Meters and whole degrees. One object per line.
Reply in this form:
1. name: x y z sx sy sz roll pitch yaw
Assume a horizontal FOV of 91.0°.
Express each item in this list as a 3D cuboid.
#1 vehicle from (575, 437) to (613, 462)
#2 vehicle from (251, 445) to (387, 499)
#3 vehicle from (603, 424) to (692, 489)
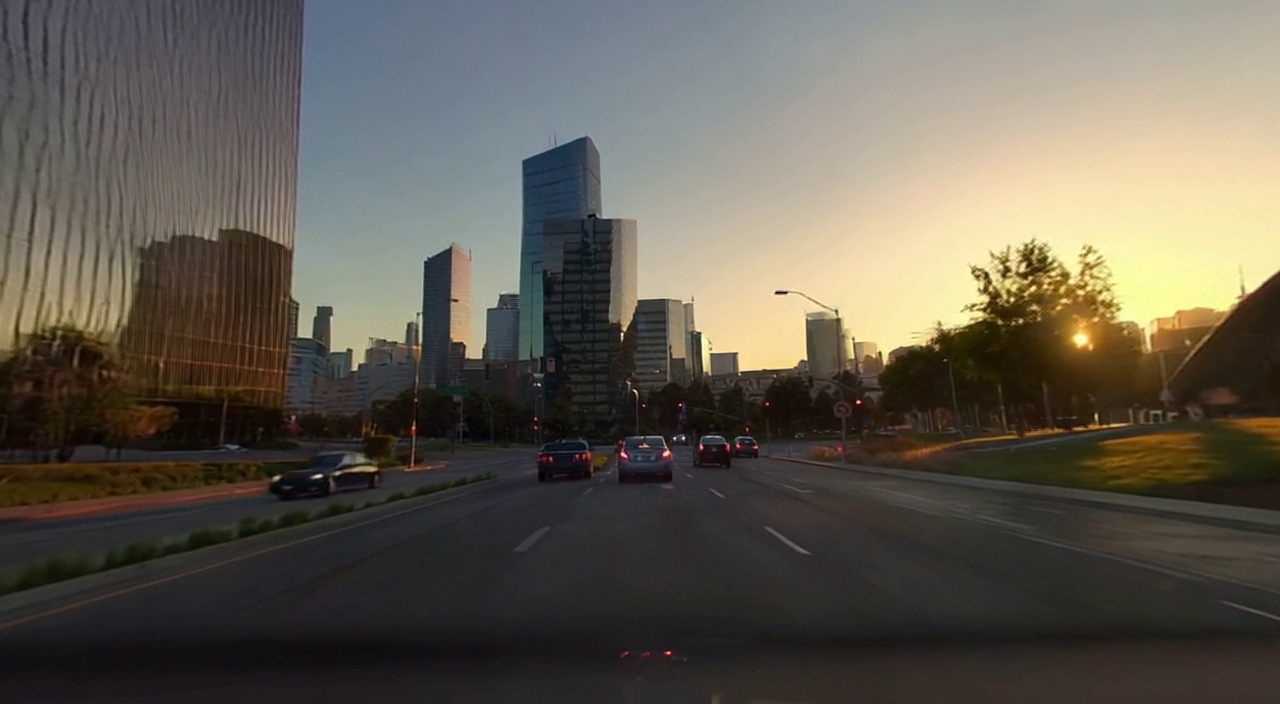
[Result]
1. vehicle: -2.999 6.469 41.850 2.103 1.569 3.861 0 -9 2
2. vehicle: -10.408 3.900 20.900 1.967 1.552 4.536 -1 -9 3
3. vehicle: 0.221 3.419 20.845 2.601 1.878 4.535 0 -9 0
